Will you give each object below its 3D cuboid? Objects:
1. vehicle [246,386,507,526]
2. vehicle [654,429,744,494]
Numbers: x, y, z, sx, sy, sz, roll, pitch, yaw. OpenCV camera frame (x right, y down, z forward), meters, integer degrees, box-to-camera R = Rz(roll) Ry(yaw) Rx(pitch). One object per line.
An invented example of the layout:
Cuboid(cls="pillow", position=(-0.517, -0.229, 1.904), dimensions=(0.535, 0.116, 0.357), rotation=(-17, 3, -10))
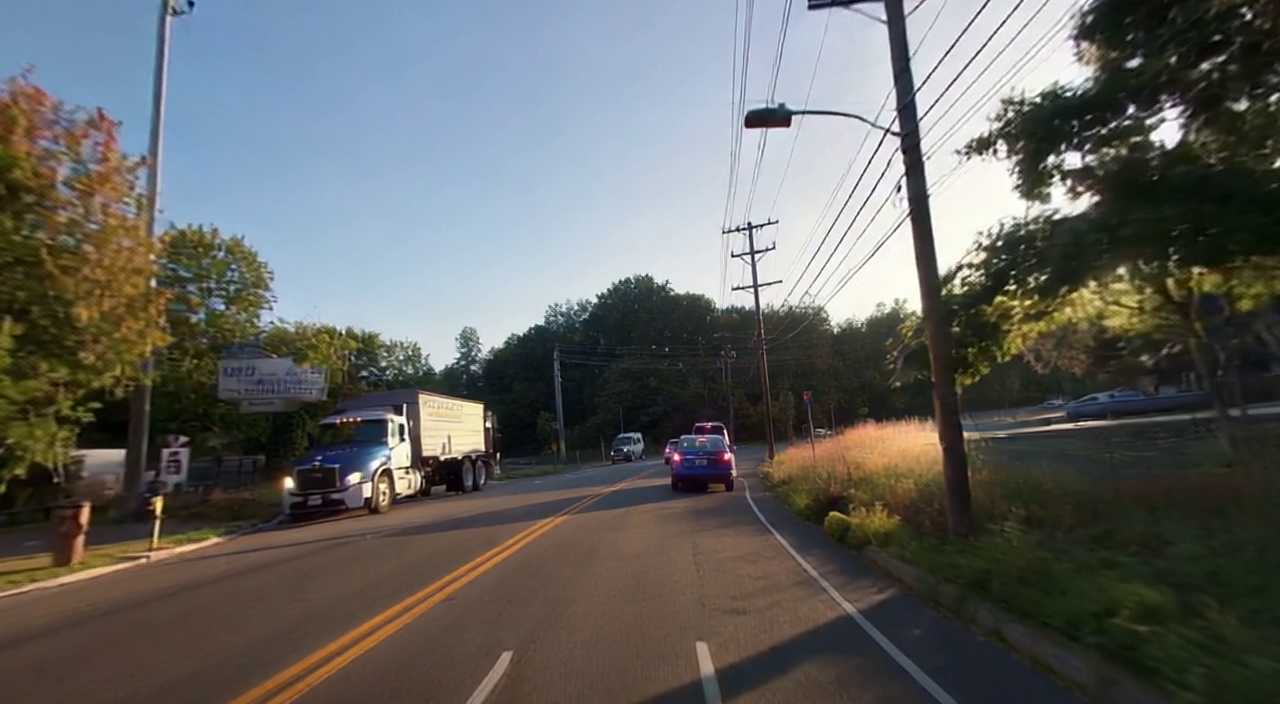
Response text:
Cuboid(cls="vehicle", position=(-7.300, 2.860, 19.078), dimensions=(3.395, 3.071, 7.634), rotation=(-8, -6, 11))
Cuboid(cls="vehicle", position=(1.568, 2.818, 16.512), dimensions=(2.081, 1.503, 3.726), rotation=(-1, -9, 6))
